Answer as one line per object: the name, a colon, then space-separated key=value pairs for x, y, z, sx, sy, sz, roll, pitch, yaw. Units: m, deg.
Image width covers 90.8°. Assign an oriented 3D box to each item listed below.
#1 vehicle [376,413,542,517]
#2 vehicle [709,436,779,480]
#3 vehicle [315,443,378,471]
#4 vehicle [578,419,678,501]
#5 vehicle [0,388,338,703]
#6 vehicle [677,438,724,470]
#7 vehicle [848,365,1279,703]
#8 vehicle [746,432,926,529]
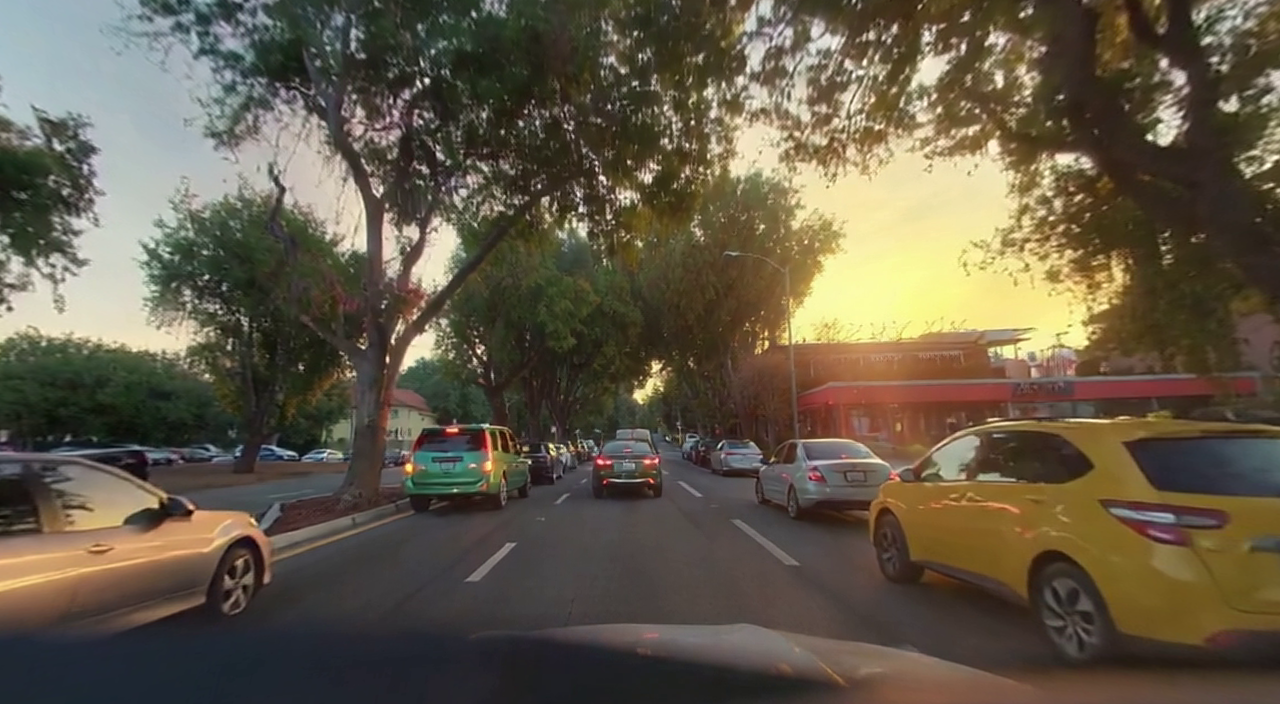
vehicle: x=-3.625 y=2.382 z=13.725 sx=2.231 sy=1.853 sz=4.461 roll=0 pitch=-9 yaw=1
vehicle: x=3.895 y=4.052 z=24.327 sx=1.875 sy=1.521 sz=4.192 roll=0 pitch=-9 yaw=-1
vehicle: x=-22.908 y=8.205 z=49.621 sx=2.315 sy=2.027 sz=5.720 roll=0 pitch=-9 yaw=-2
vehicle: x=-0.316 y=2.744 z=16.379 sx=2.238 sy=1.825 sz=4.190 roll=0 pitch=-9 yaw=-1
vehicle: x=-3.703 y=1.021 z=3.299 sx=2.051 sy=1.522 sz=4.509 roll=0 pitch=-9 yaw=-1
vehicle: x=3.019 y=5.168 z=32.202 sx=1.903 sy=1.529 sz=3.649 roll=0 pitch=-9 yaw=-2
vehicle: x=3.434 y=1.209 z=5.002 sx=2.047 sy=1.671 sz=4.267 roll=0 pitch=-9 yaw=-1
vehicle: x=3.383 y=2.299 z=11.912 sx=1.900 sy=1.477 sz=4.352 roll=0 pitch=-9 yaw=-1
